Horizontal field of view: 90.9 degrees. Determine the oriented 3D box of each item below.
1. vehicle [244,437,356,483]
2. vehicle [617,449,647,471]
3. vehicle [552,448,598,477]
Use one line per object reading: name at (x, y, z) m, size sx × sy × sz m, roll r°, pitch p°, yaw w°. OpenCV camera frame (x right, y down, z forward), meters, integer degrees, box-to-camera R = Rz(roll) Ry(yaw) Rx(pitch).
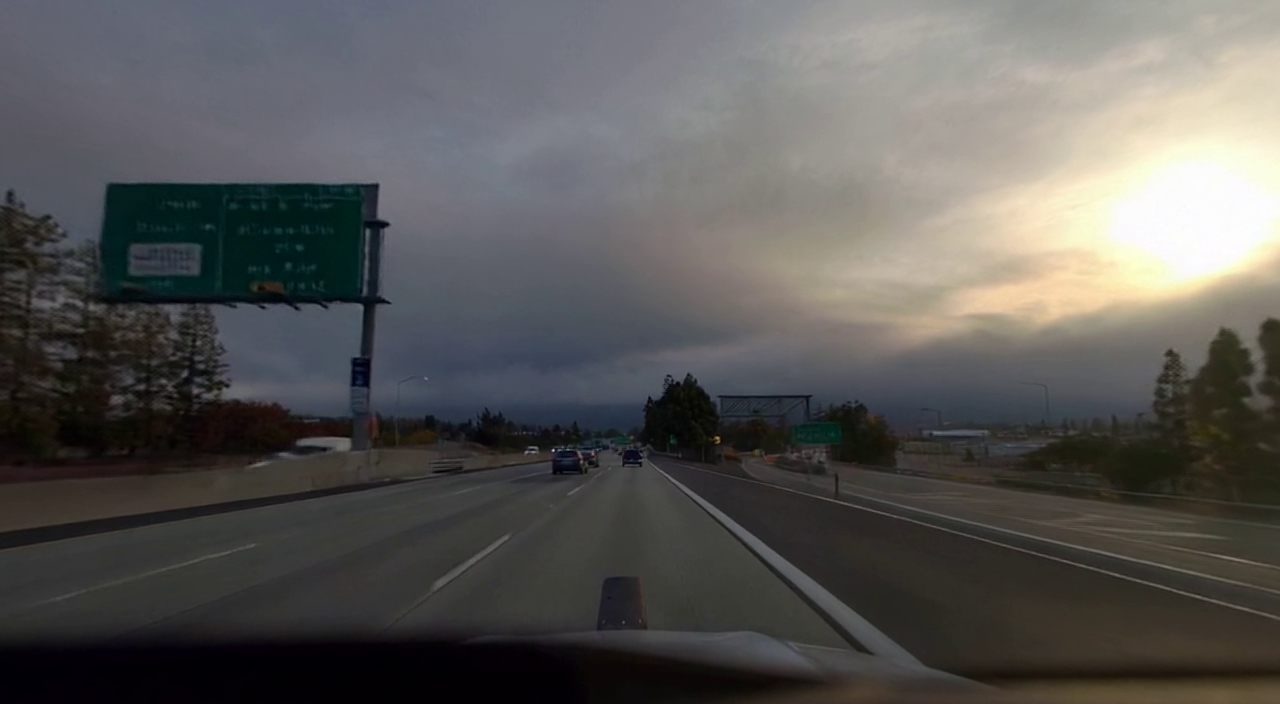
vehicle at (-14.038, 4.470, 26.455) m, size 1.813 × 1.728 × 5.143 m, roll 0°, pitch -8°, yaw 0°
vehicle at (-0.576, 7.777, 45.656) m, size 2.100 × 1.471 × 3.956 m, roll 0°, pitch -8°, yaw 0°
vehicle at (-3.617, 6.204, 35.805) m, size 2.067 × 1.509 × 4.551 m, roll 0°, pitch -8°, yaw 0°
